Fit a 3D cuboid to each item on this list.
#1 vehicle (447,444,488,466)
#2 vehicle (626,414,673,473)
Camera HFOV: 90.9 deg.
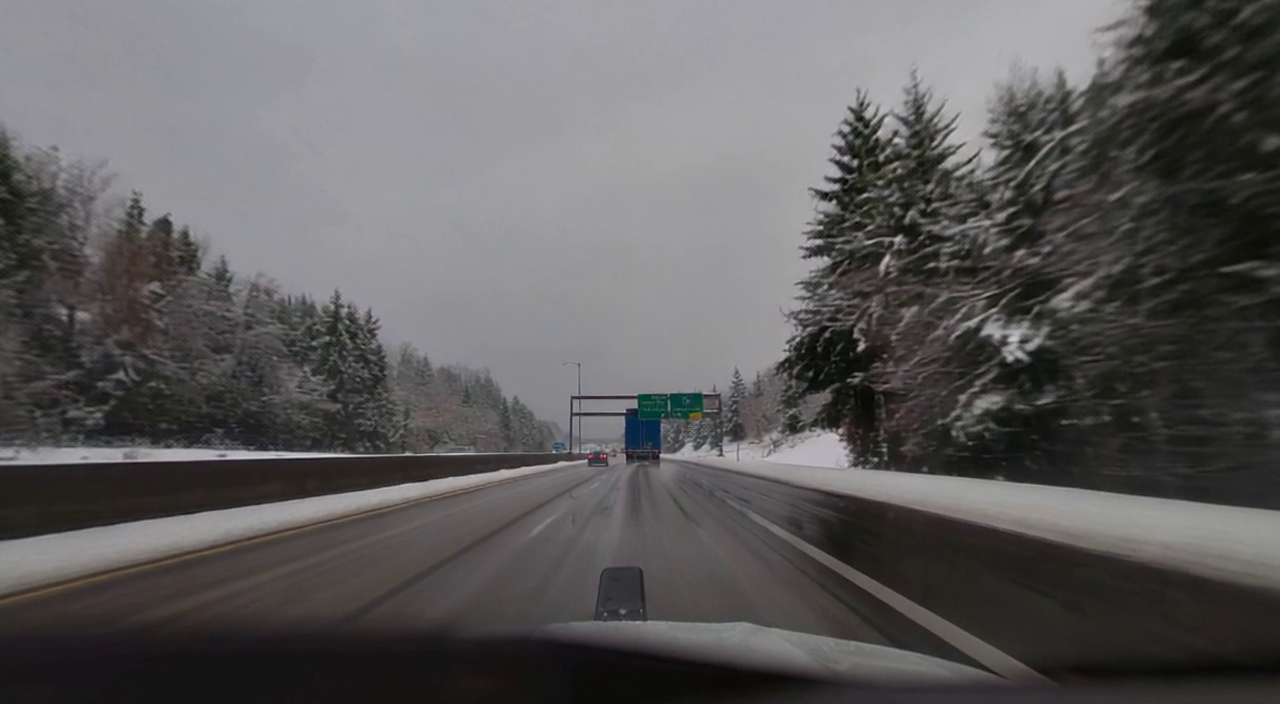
[{"bbox_3d":[-13.422,8.070,49.270,1.957,1.611,4.223,0,-9,0],"label":"vehicle"},{"bbox_3d":[0.485,6.416,43.956,2.893,3.628,9.081,0,-9,-2],"label":"vehicle"}]
